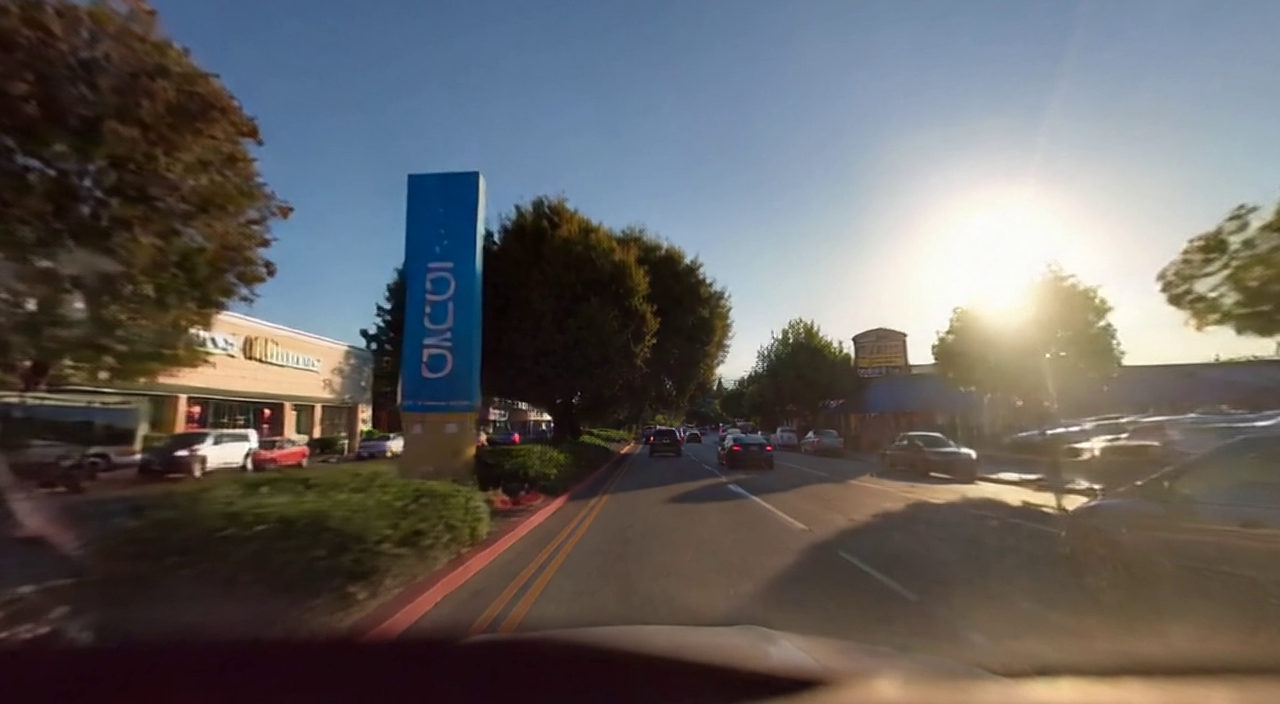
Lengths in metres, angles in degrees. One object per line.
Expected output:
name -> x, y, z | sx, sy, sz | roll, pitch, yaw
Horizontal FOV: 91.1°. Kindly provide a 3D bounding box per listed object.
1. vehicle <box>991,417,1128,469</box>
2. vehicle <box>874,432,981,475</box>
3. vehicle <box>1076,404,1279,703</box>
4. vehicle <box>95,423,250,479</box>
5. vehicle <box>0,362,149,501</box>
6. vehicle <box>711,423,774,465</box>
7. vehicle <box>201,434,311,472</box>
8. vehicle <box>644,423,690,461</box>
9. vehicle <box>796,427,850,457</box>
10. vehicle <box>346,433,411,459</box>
vehicle -> 16.581, 3.649, 25.205 | 2.066, 1.840, 4.862 | 1, -8, -1
vehicle -> 11.334, 4.027, 25.185 | 2.110, 1.535, 4.506 | 1, -8, -1
vehicle -> 4.033, 0.867, 2.140 | 1.908, 1.463, 4.506 | 0, -8, 1
vehicle -> -18.230, 3.892, 24.928 | 1.948, 1.965, 5.421 | 0, -8, 0
vehicle -> -18.196, 2.199, 17.338 | 2.811, 3.604, 7.566 | 0, -8, 2
vehicle -> 4.432, 4.076, 27.840 | 2.115, 1.692, 4.189 | 0, -8, 0
vehicle -> -18.170, 4.792, 30.077 | 2.141, 1.655, 4.978 | 0, -8, 0
vehicle -> 1.276, 4.418, 30.794 | 2.098, 1.682, 3.778 | 0, -8, 2
vehicle -> 11.392, 5.649, 39.359 | 2.123, 1.726, 4.520 | 0, -8, 1
vehicle -> -17.781, 6.375, 42.961 | 2.034, 1.532, 5.548 | 1, -7, 1
